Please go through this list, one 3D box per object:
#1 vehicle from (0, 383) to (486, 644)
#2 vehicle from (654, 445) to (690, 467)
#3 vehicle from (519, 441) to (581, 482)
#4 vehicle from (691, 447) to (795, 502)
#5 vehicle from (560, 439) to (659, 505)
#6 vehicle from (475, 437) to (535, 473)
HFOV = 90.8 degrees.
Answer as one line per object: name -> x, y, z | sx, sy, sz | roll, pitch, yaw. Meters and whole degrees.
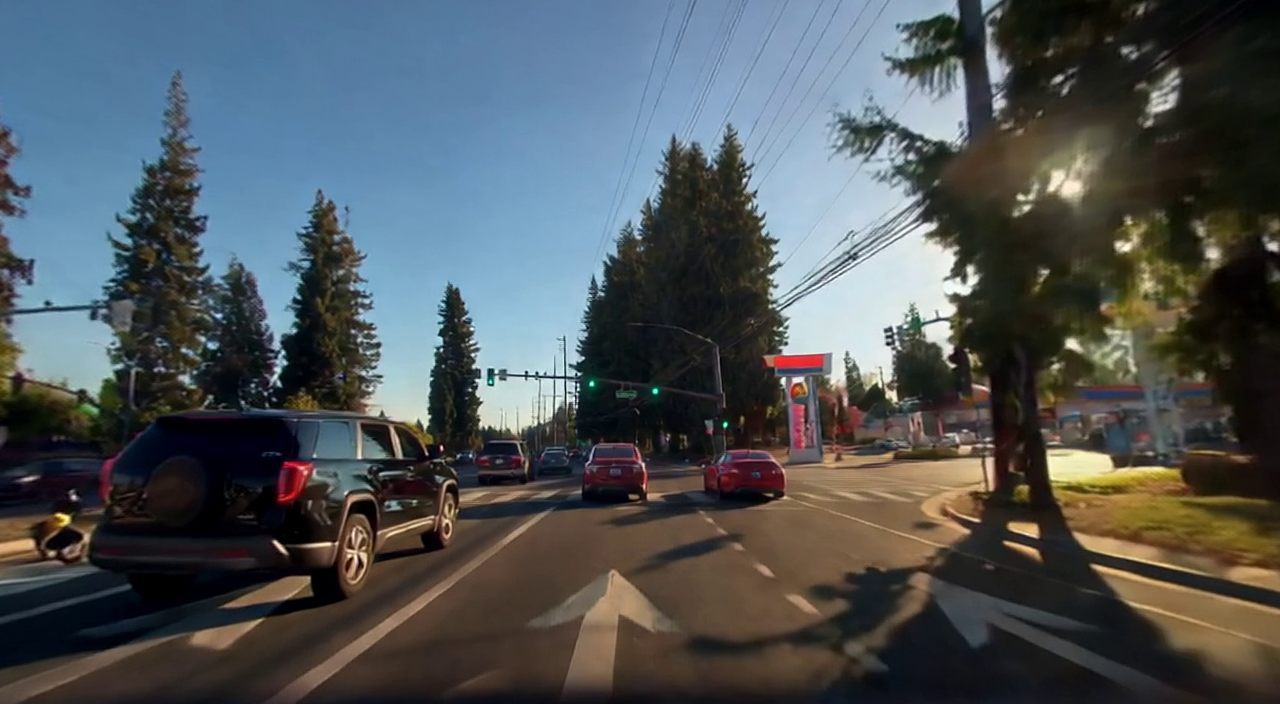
vehicle -> -3.079, 1.354, 6.341 | 1.922, 1.642, 4.547 | 0, -8, 0
vehicle -> 2.176, 7.245, 44.176 | 2.069, 1.464, 4.599 | 0, -8, -2
vehicle -> -3.580, 4.442, 25.979 | 1.953, 1.530, 4.335 | 0, -8, 0
vehicle -> 2.681, 3.301, 17.559 | 2.065, 1.302, 4.416 | 0, -8, -1
vehicle -> -0.734, 2.985, 16.141 | 2.189, 1.437, 4.135 | 0, -8, -2
vehicle -> -7.760, 5.986, 36.908 | 2.385, 1.918, 5.056 | 0, -8, 0
